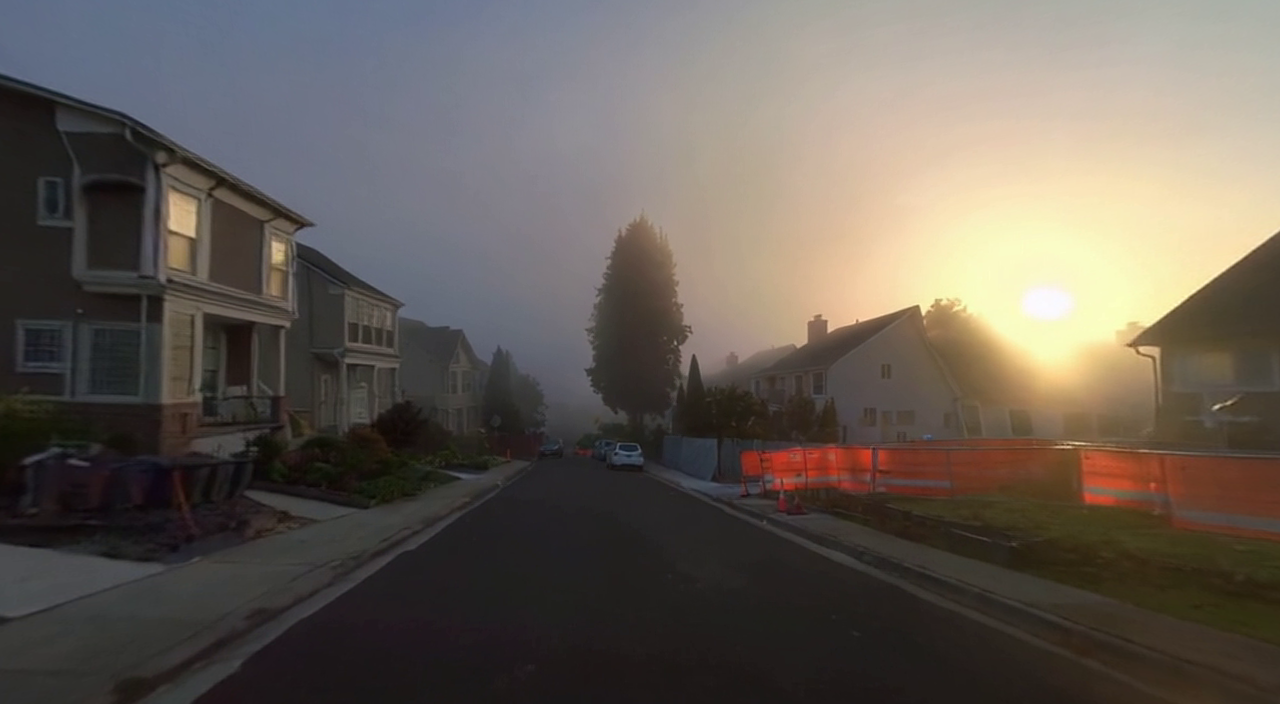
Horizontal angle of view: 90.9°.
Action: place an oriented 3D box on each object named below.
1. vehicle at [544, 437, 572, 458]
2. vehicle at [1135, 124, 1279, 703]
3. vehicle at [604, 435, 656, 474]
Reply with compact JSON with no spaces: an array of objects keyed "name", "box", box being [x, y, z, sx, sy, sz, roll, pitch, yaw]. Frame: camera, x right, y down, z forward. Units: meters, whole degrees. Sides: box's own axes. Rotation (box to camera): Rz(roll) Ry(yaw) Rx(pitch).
[{"name":"vehicle","box":[-6.197,7.221,47.764,1.834,1.543,3.497,0,-8,-4]},{"name":"vehicle","box":[3.164,0.370,1.320,1.758,2.572,2.706,7,-13,-8]},{"name":"vehicle","box":[-0.592,5.045,31.395,2.066,1.739,4.234,1,-8,-8]}]
